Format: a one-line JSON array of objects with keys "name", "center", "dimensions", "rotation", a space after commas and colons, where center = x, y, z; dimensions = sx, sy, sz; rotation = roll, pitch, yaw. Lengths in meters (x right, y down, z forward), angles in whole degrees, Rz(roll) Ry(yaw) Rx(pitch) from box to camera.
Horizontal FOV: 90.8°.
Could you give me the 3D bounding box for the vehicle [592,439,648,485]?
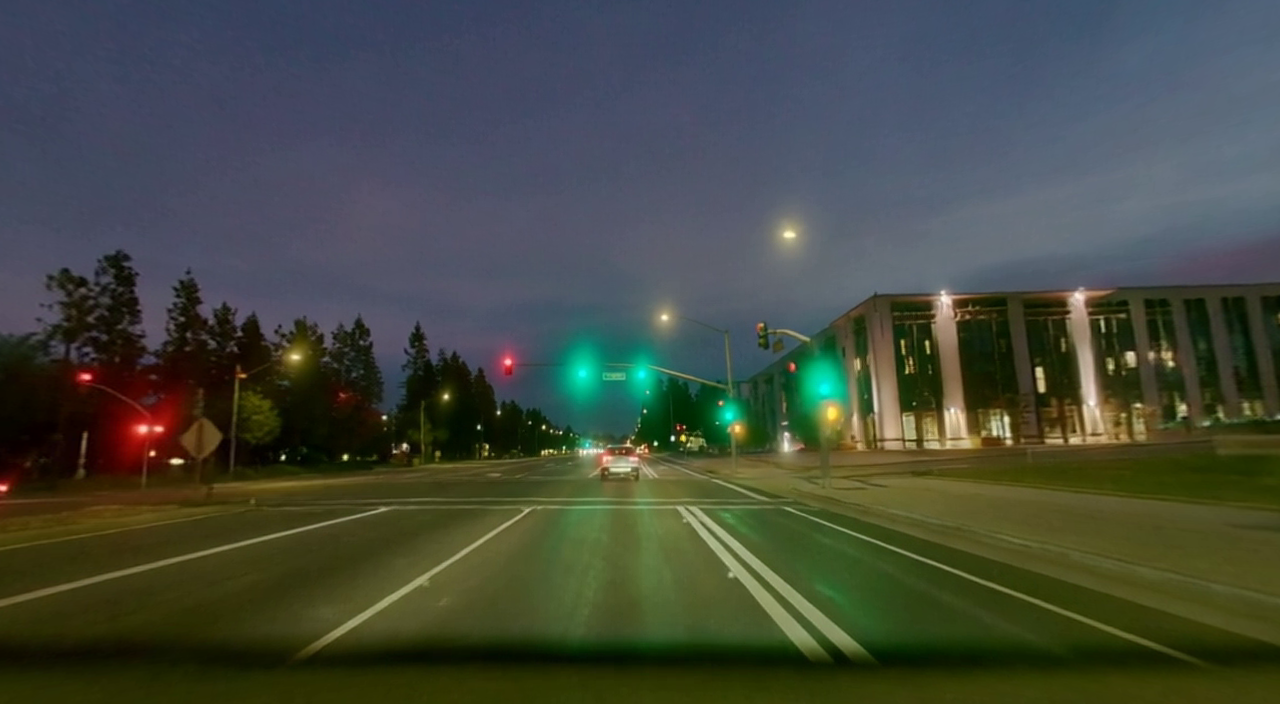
[{"name": "vehicle", "center": [-0.813, 4.440, 25.869], "dimensions": [2.130, 1.711, 4.038], "rotation": [0, -9, -2]}]
